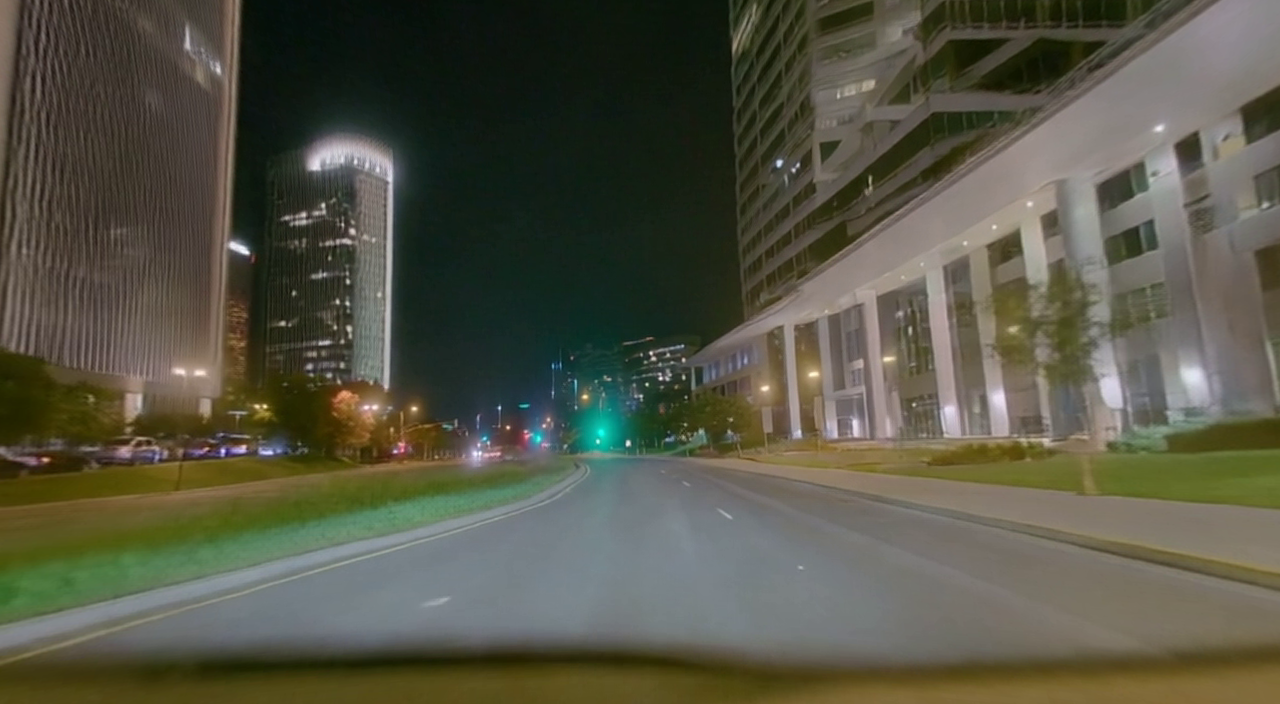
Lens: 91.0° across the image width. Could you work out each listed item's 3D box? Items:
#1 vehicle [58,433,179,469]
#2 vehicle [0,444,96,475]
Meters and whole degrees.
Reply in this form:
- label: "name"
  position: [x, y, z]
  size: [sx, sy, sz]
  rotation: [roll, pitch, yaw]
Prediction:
- label: "vehicle"
  position: [-29.435, 5.612, 35.704]
  size: [4.812, 1.932, 2.147]
  rotation: [0, -9, -2]
- label: "vehicle"
  position: [-29.587, 5.225, 30.706]
  size: [4.187, 1.457, 1.973]
  rotation: [0, -9, -2]
